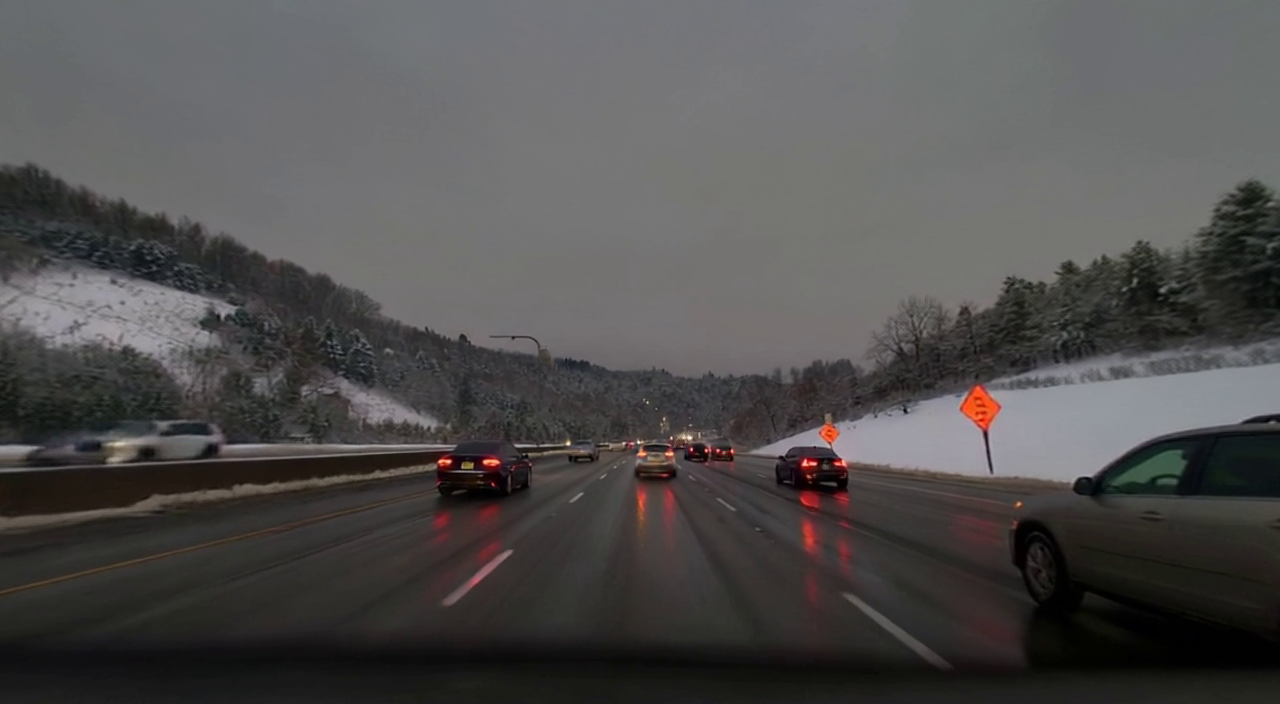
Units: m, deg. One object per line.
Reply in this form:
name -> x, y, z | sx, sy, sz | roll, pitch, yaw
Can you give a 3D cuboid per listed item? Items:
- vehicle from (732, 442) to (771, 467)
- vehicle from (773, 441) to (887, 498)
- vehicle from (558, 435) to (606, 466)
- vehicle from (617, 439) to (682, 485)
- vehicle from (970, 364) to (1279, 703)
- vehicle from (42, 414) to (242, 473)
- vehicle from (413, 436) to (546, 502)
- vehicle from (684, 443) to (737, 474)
vehicle -> 8.163, 7.550, 46.650 | 2.042, 1.684, 4.609 | 0, -8, 0
vehicle -> 5.457, 3.405, 18.713 | 1.867, 1.465, 4.093 | 0, -8, -3
vehicle -> -3.294, 5.721, 36.727 | 2.234, 1.675, 4.527 | 0, -8, 1
vehicle -> 0.308, 3.948, 23.027 | 2.138, 1.473, 4.392 | 0, -8, 0
vehicle -> 3.836, 0.925, 2.992 | 2.018, 1.670, 4.658 | 0, -8, 0
vehicle -> -15.203, 2.872, 19.752 | 2.257, 1.591, 4.861 | 0, -8, 1
vehicle -> -3.855, 2.899, 16.050 | 2.232, 1.438, 4.163 | 0, -8, 1
vehicle -> 3.480, 5.370, 32.118 | 2.177, 1.453, 4.205 | 0, -8, -1
